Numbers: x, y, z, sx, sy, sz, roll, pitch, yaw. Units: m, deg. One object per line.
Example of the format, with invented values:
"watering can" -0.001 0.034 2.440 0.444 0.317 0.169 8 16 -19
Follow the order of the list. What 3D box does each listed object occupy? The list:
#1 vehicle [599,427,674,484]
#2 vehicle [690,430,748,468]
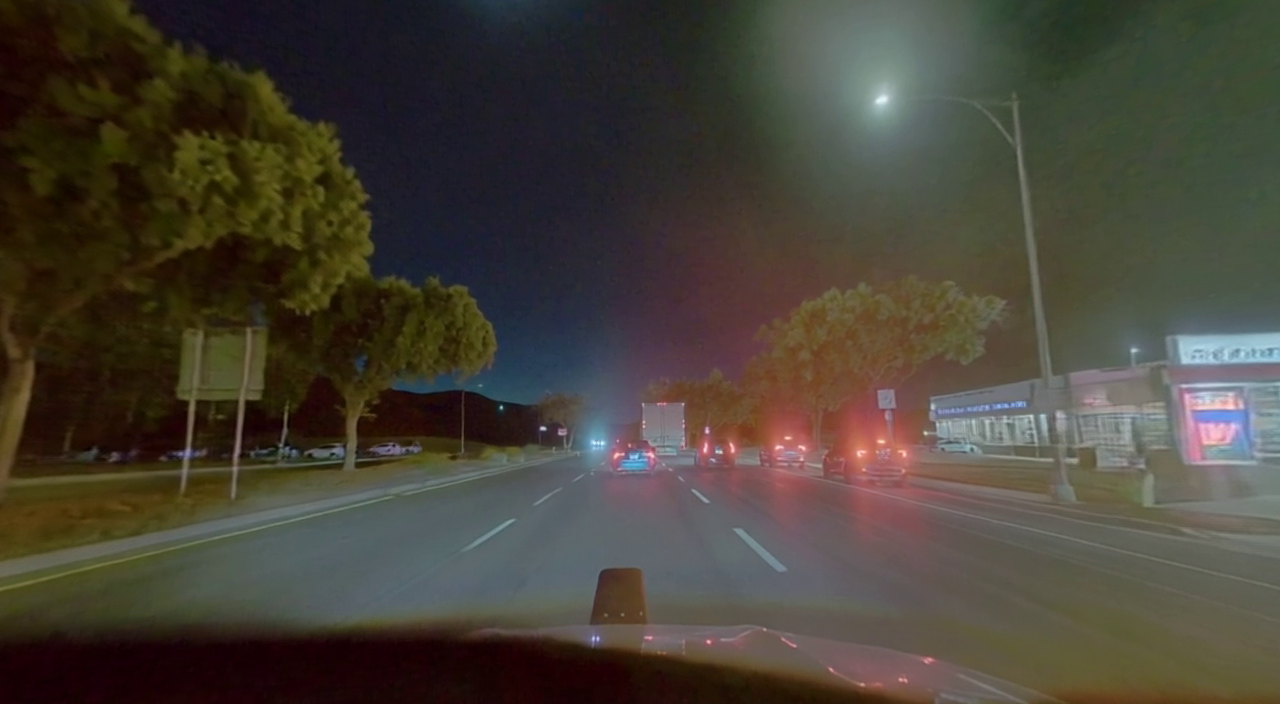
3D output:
"vehicle" -0.136 3.306 20.313 2.193 1.651 3.946 0 -8 -1
"vehicle" 3.643 4.593 29.869 2.088 1.655 4.360 0 -8 -1
